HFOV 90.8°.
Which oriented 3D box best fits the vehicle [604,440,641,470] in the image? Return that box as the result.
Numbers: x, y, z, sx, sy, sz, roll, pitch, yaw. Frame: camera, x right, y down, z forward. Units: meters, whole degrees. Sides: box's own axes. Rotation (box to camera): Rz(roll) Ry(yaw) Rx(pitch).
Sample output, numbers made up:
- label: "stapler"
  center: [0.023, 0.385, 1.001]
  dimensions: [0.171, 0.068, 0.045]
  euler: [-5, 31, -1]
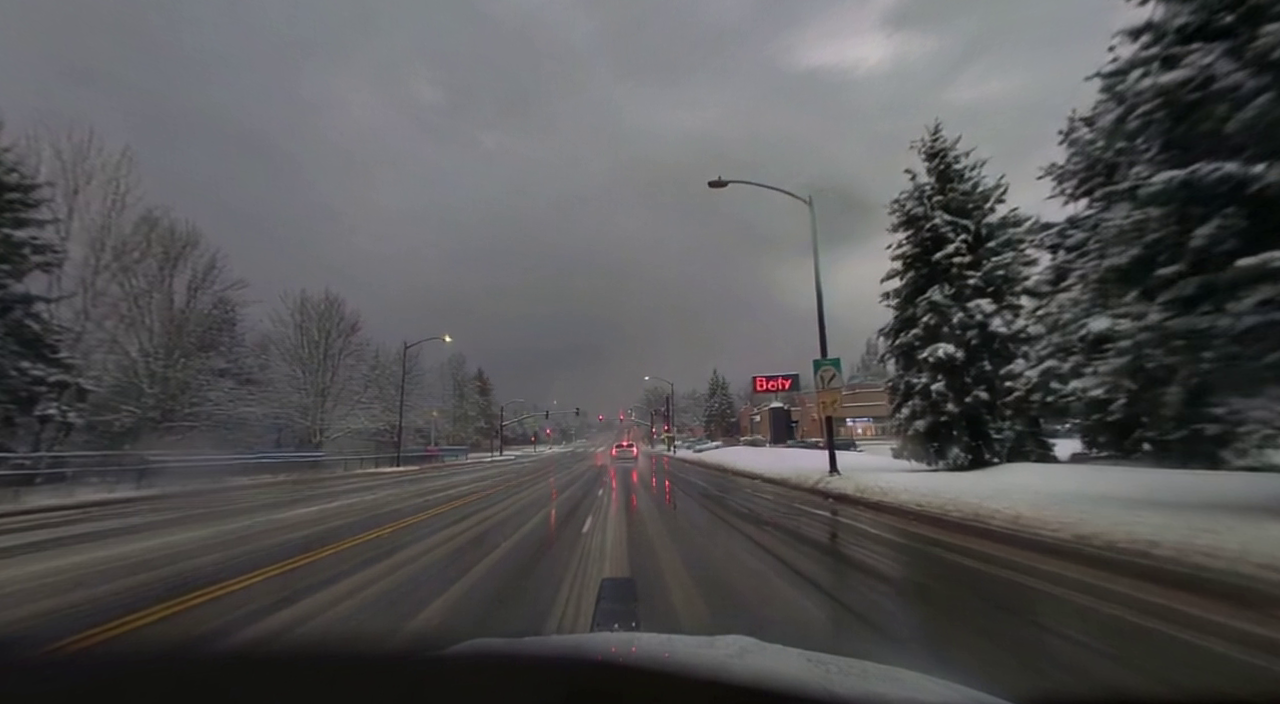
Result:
- label: "vehicle"
  center: [-1.013, 6.012, 37.117]
  dimensions: [2.024, 1.628, 4.774]
  euler: [0, -8, -1]
